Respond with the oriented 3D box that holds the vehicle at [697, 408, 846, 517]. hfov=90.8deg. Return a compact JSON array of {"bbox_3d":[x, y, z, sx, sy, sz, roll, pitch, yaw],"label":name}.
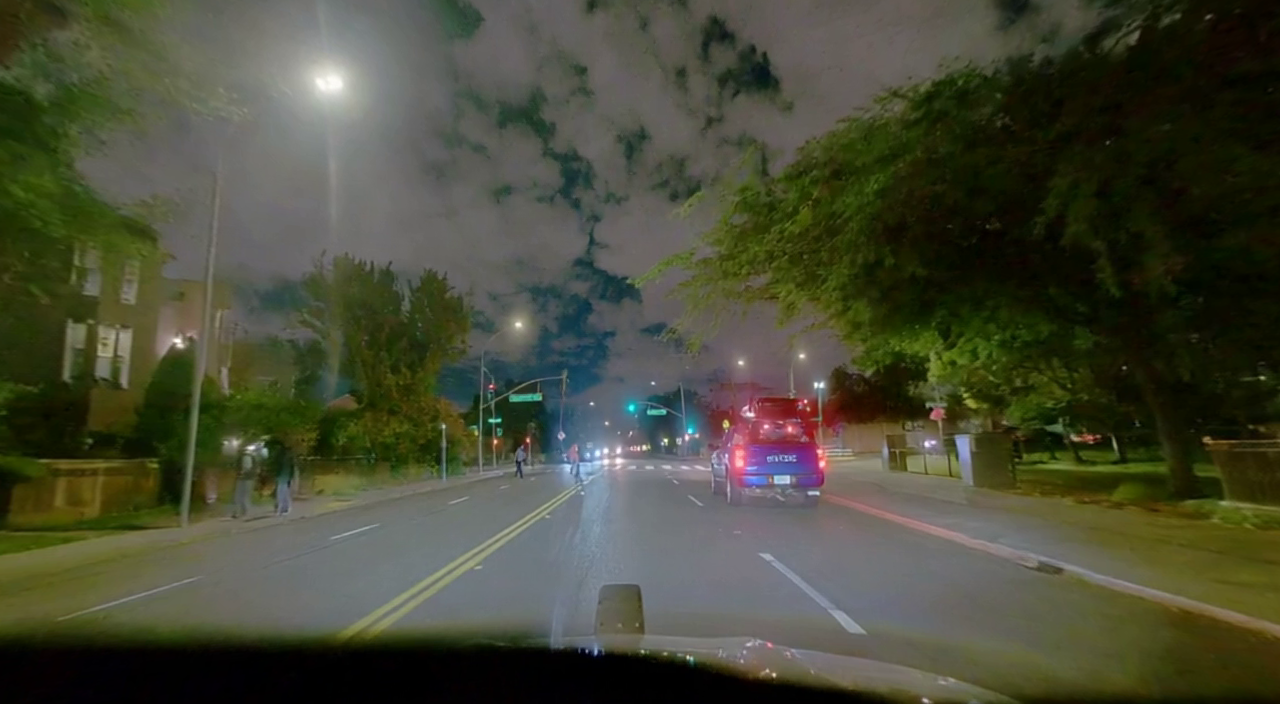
[{"bbox_3d":[2.715,2.493,14.639,2.177,2.015,5.463,0,-9,-1],"label":"vehicle"}]
